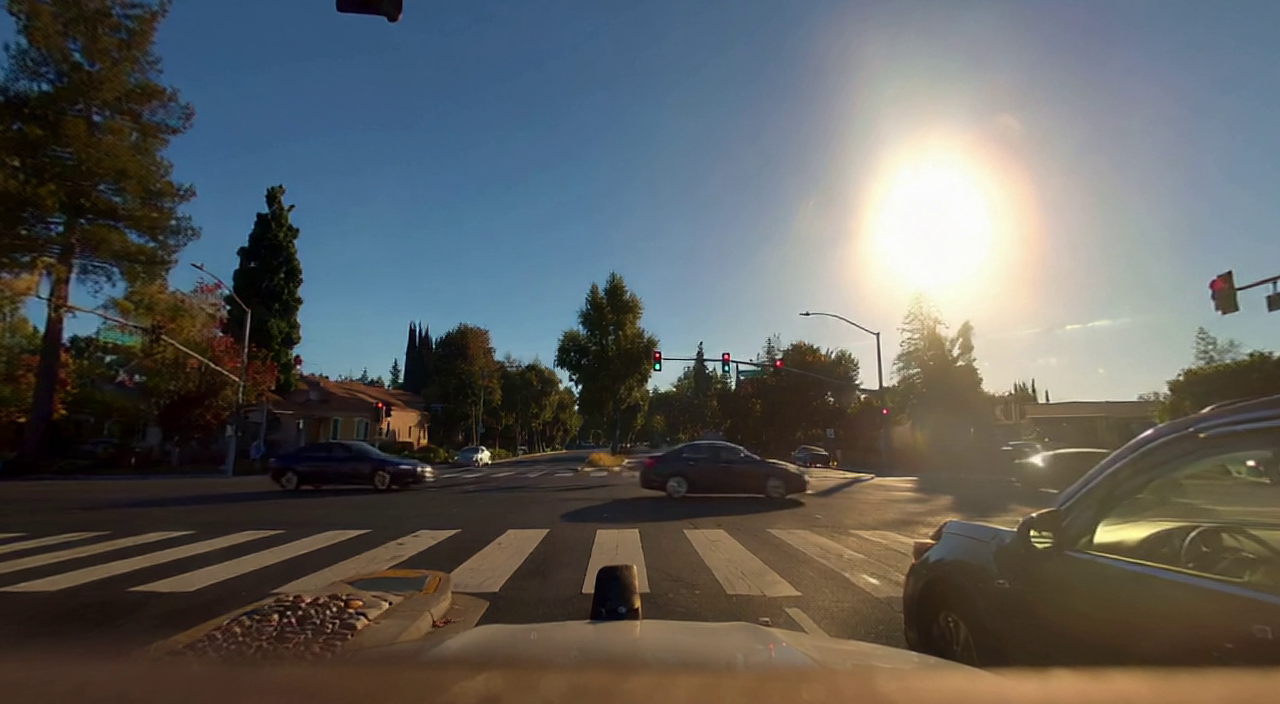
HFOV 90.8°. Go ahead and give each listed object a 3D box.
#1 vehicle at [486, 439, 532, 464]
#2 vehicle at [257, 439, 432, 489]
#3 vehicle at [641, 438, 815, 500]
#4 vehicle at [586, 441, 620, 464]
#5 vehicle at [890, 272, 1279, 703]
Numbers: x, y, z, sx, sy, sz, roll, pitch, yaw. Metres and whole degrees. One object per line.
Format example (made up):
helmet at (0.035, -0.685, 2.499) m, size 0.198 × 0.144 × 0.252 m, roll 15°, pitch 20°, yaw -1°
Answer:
vehicle at (-8.939, 6.855, 43.644) m, size 2.028 × 1.654 × 5.027 m, roll 0°, pitch -9°, yaw 1°
vehicle at (-9.194, 3.511, 19.987) m, size 4.537 × 1.501 × 1.950 m, roll 0°, pitch -9°, yaw -1°
vehicle at (2.198, 3.070, 16.771) m, size 4.290 × 1.518 × 1.888 m, roll 0°, pitch -9°, yaw -1°
vehicle at (-2.417, 6.710, 42.260) m, size 2.046 × 1.491 × 4.118 m, roll 0°, pitch -9°, yaw 1°
vehicle at (2.709, 0.715, 1.719) m, size 2.085 × 1.800 × 4.908 m, roll 0°, pitch -9°, yaw 1°
